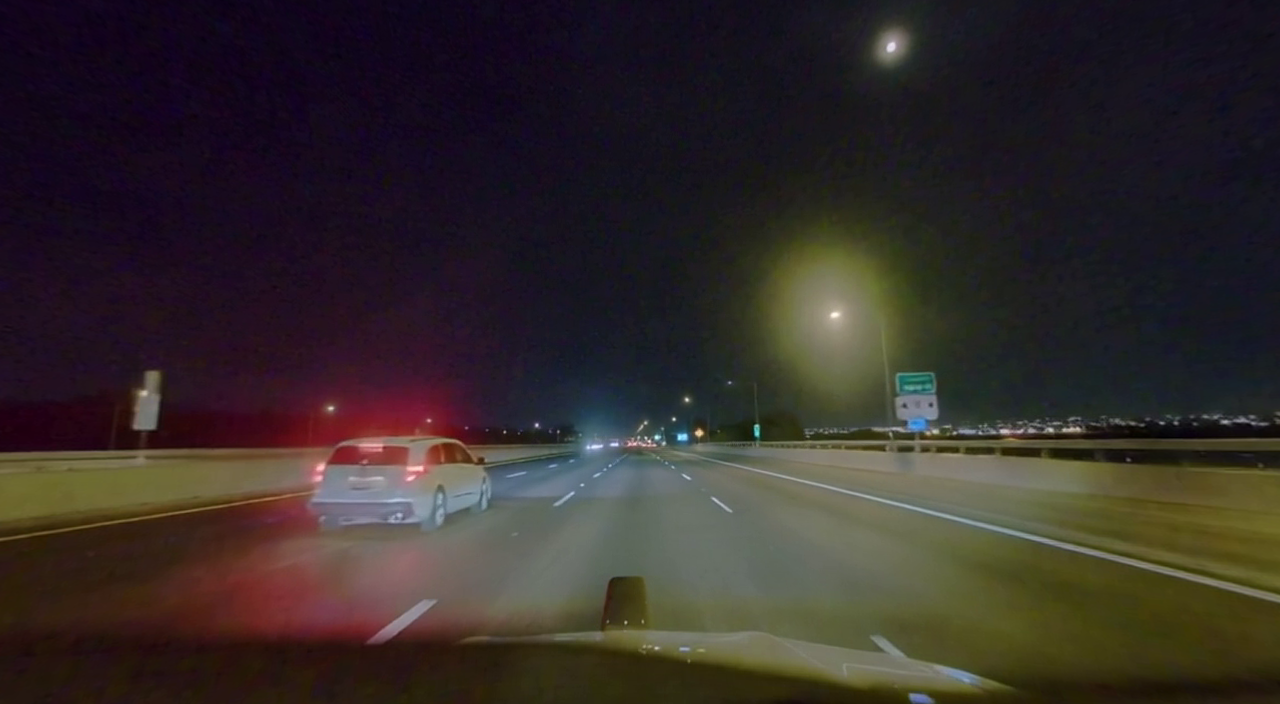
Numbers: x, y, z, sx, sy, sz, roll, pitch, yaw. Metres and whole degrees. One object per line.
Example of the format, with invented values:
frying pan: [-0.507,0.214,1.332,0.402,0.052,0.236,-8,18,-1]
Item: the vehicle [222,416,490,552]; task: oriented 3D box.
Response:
vehicle: [-3.824,1.832,9.460,2.012,1.570,4.126,0,-8,1]
